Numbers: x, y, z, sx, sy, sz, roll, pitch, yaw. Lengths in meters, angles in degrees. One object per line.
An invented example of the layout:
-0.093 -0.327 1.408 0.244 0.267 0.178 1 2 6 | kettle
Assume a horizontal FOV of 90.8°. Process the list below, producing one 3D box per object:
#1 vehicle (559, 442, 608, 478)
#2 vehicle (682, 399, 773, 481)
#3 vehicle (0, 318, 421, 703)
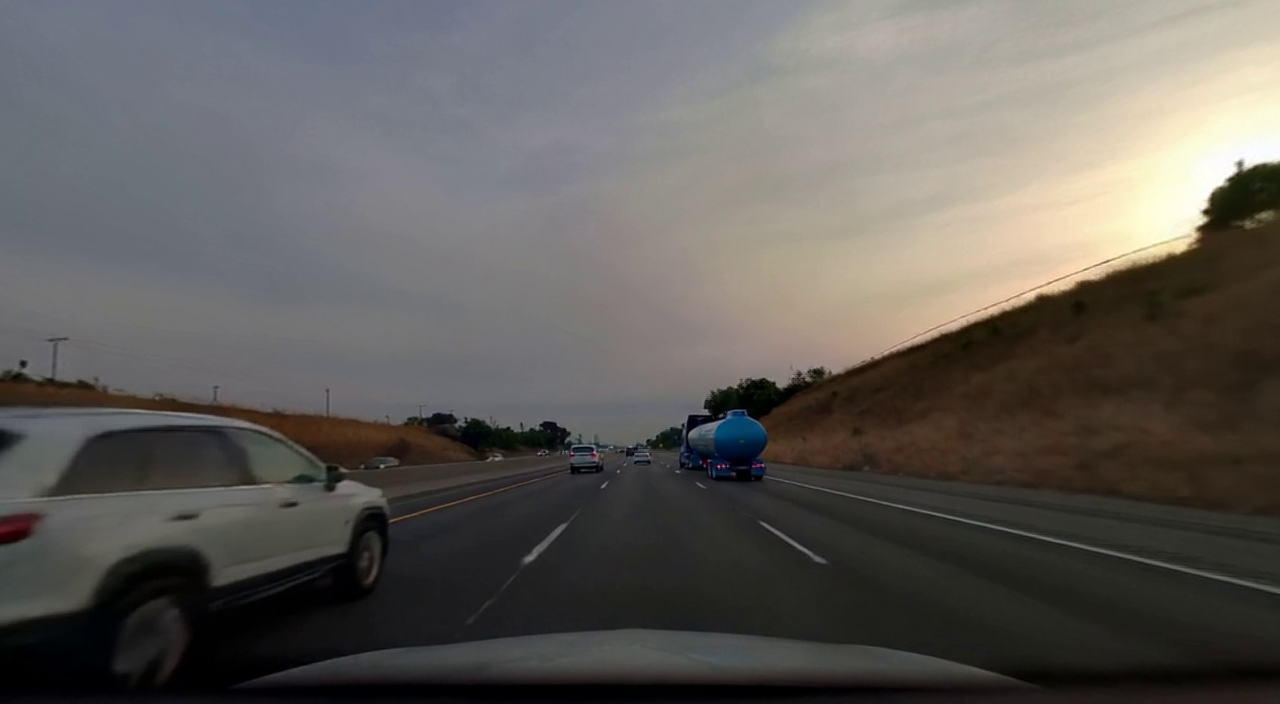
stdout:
-3.043 5.926 34.799 2.258 1.805 4.665 -1 -9 0 | vehicle
4.353 4.983 35.150 2.889 3.606 13.832 0 -9 -1 | vehicle
-3.117 0.995 3.423 2.249 1.710 4.580 0 -9 -1 | vehicle
